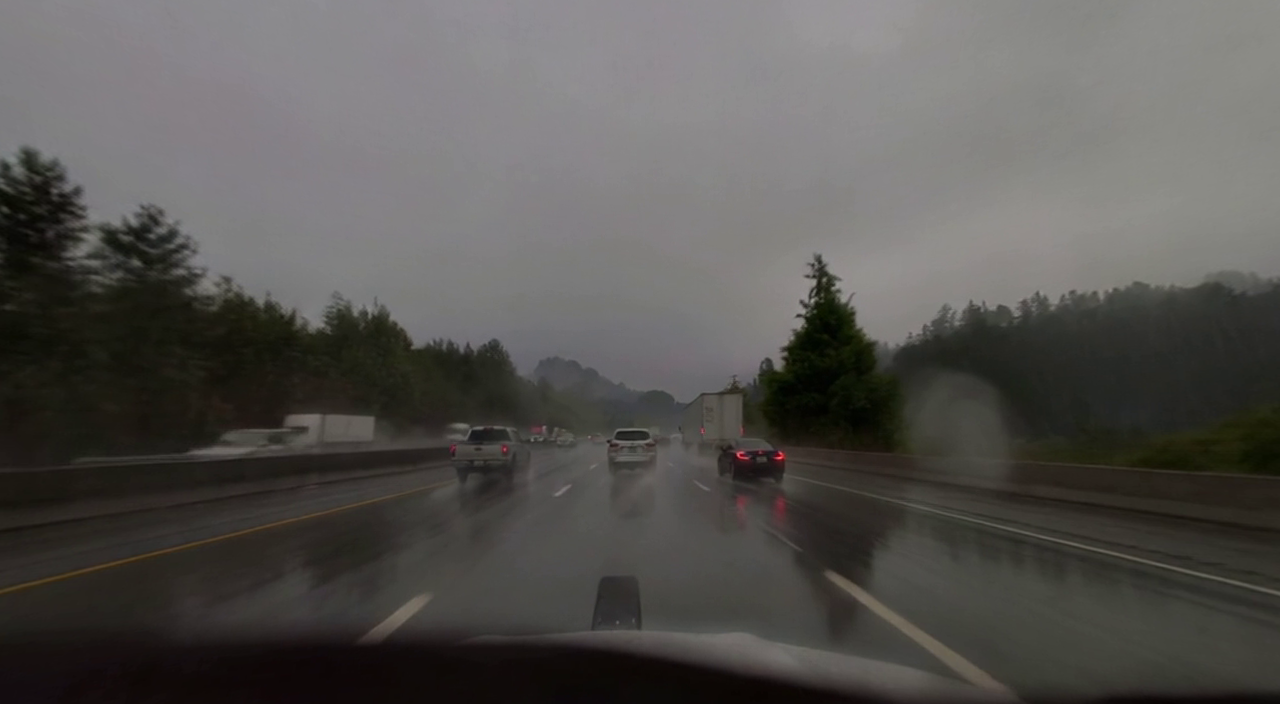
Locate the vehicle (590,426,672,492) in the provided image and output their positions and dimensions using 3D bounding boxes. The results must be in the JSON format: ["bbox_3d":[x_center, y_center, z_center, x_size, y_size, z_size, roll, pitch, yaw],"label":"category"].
[{"bbox_3d":[-0.271,2.961,17.841,2.083,1.647,3.799,0,-8,-2],"label":"vehicle"}]

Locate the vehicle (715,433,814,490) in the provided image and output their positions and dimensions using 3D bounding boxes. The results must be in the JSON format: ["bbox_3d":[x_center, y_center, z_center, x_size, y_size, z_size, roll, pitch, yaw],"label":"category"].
[{"bbox_3d":[3.494,3.142,18.530,1.951,1.477,3.963,0,-8,-2],"label":"vehicle"}]

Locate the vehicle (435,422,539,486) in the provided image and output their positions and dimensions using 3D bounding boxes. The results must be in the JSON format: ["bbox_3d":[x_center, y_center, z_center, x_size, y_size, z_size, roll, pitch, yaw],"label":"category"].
[{"bbox_3d":[-4.621,3.156,19.872,2.101,1.767,4.702,0,-8,0],"label":"vehicle"}]

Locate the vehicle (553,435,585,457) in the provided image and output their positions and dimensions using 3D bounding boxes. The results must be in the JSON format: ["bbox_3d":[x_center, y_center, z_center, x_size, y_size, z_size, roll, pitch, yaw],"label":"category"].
[{"bbox_3d":[-5.517,7.343,49.269,1.971,1.648,3.983,0,-8,0],"label":"vehicle"}]

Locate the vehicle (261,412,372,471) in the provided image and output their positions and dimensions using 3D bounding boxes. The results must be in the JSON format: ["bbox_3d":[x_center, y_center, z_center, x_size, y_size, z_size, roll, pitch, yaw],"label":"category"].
[{"bbox_3d":[-20.923,5.840,41.486,2.853,3.451,8.485,0,-8,-1],"label":"vehicle"}]

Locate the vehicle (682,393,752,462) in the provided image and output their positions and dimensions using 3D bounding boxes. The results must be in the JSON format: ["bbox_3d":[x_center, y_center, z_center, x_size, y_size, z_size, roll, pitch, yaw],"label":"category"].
[{"bbox_3d":[5.071,5.479,44.891,2.888,4.135,14.071,0,-8,-1],"label":"vehicle"}]
